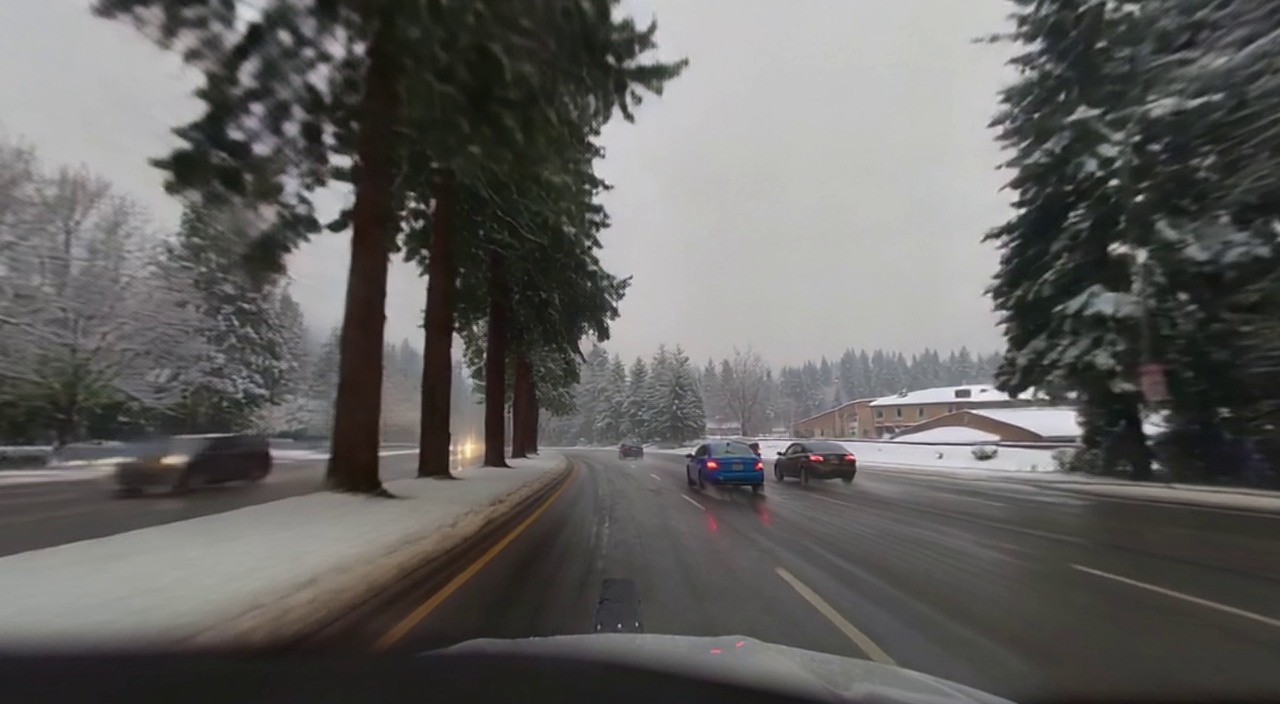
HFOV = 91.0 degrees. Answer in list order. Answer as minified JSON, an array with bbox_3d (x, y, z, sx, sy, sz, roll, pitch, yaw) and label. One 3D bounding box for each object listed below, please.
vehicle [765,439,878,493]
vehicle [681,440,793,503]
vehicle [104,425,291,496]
[{"bbox_3d":[5.467,3.484,19.617,1.901,1.474,4.363,1,-8,-4],"label":"vehicle"},{"bbox_3d":[2.414,3.104,16.845,2.077,1.464,4.134,1,-8,-4],"label":"vehicle"},{"bbox_3d":[-11.560,2.860,16.913,1.968,1.643,4.351,0,-8,-2],"label":"vehicle"}]
